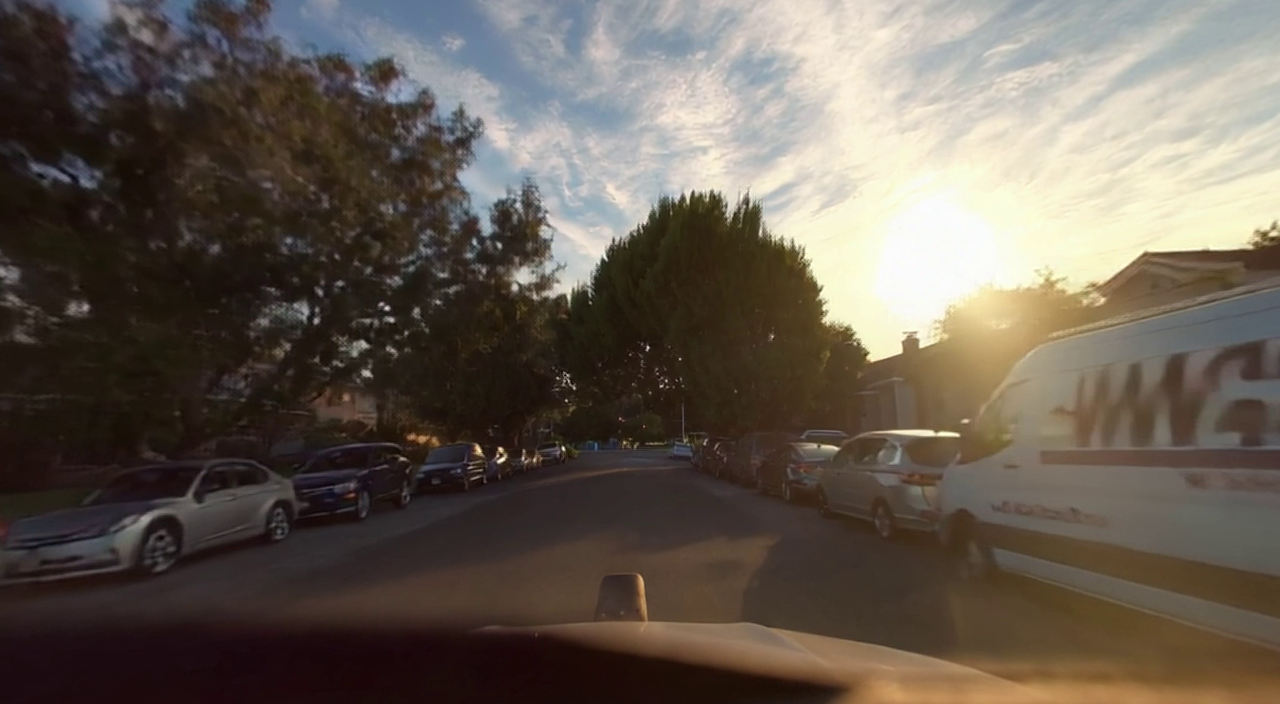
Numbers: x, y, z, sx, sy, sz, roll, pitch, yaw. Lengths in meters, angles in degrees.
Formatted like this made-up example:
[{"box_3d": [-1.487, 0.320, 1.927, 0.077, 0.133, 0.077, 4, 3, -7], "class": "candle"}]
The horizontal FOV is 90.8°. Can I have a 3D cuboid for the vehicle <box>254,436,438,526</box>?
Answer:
[{"box_3d": [-7.032, 3.119, 16.016, 2.162, 1.846, 5.426, 0, -8, -1], "class": "vehicle"}]

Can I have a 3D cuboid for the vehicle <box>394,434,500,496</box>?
[{"box_3d": [-7.061, 4.181, 23.932, 2.195, 2.023, 6.055, 0, -8, -1], "class": "vehicle"}]

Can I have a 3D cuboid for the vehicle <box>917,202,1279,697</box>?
[{"box_3d": [4.516, 0.686, 4.517, 2.178, 2.656, 5.712, 0, -9, -3], "class": "vehicle"}]

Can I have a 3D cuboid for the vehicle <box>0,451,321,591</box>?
[{"box_3d": [-6.873, 2.298, 9.578, 1.828, 1.468, 4.738, -2, -8, -3], "class": "vehicle"}]
